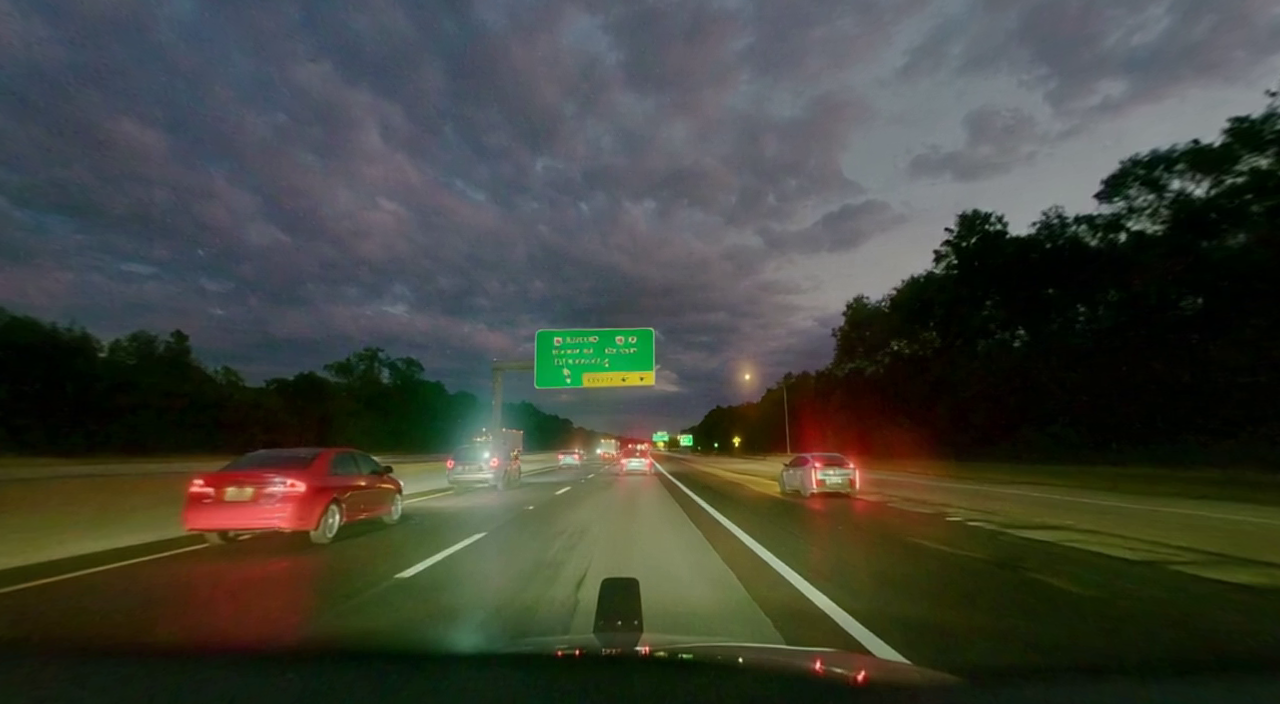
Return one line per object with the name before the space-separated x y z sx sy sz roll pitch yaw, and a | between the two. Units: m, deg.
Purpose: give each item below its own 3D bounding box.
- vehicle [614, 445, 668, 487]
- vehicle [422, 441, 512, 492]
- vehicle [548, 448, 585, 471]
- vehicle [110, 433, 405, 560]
vehicle | 0.002 4.346 24.231 1.940 1.451 3.512 0 -9 -1
vehicle | -6.023 4.027 22.443 2.058 1.626 4.118 0 -9 -1
vehicle | -4.949 7.280 42.818 1.892 1.481 4.180 0 -9 1
vehicle | -5.473 2.095 9.809 2.043 1.534 4.032 0 -9 0
